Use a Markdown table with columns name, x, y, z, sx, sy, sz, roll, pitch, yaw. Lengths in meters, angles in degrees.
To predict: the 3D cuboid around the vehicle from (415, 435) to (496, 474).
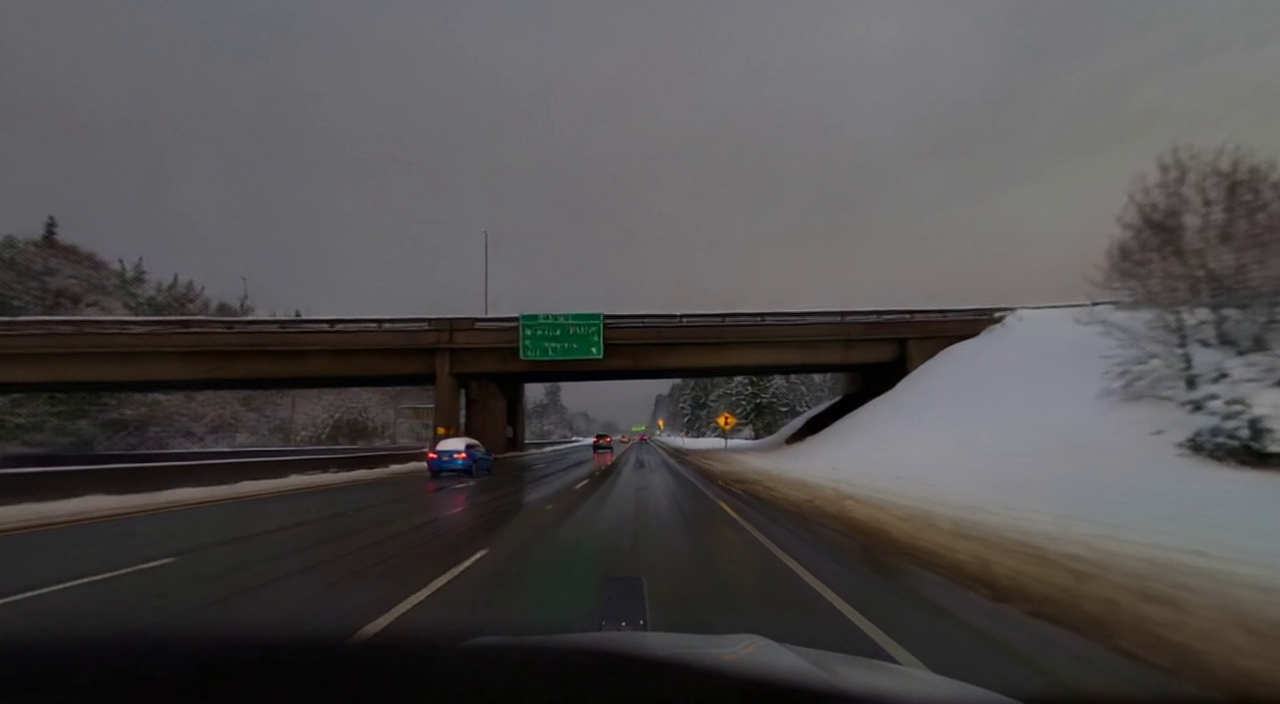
| name | x | y | z | sx | sy | sz | roll | pitch | yaw |
| --- | --- | --- | --- | --- | --- | --- | --- | --- | --- |
| vehicle | -7.489 | 4.209 | 26.105 | 1.987 | 1.486 | 4.174 | 0 | -8 | 2 |

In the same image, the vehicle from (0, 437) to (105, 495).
| name | x | y | z | sx | sy | sz | roll | pitch | yaw |
| --- | --- | --- | --- | --- | --- | --- | --- | --- | --- |
| vehicle | -17.469 | 3.089 | 17.261 | 1.815 | 1.485 | 4.311 | 0 | -8 | 1 |
